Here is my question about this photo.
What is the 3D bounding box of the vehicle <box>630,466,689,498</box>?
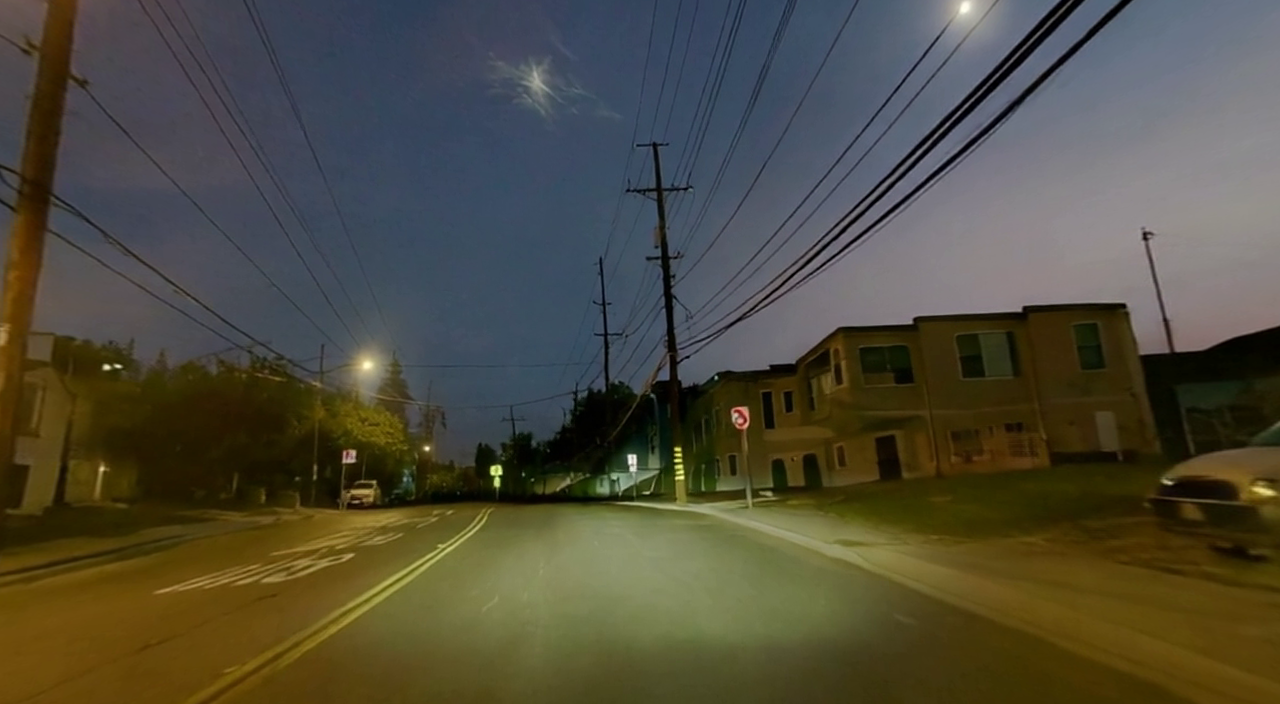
[{"bbox_3d":[1.237,8.864,43.446,2.184,1.885,5.343,3,-9,-20],"label":"vehicle"}]

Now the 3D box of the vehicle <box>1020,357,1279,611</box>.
[{"bbox_3d":[7.264,0.930,6.074,5.578,1.842,2.300,-6,-11,-3],"label":"vehicle"}]

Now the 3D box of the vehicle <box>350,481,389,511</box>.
[{"bbox_3d":[-17.150,9.053,39.915,1.994,1.515,4.385,4,-9,-25],"label":"vehicle"}]
